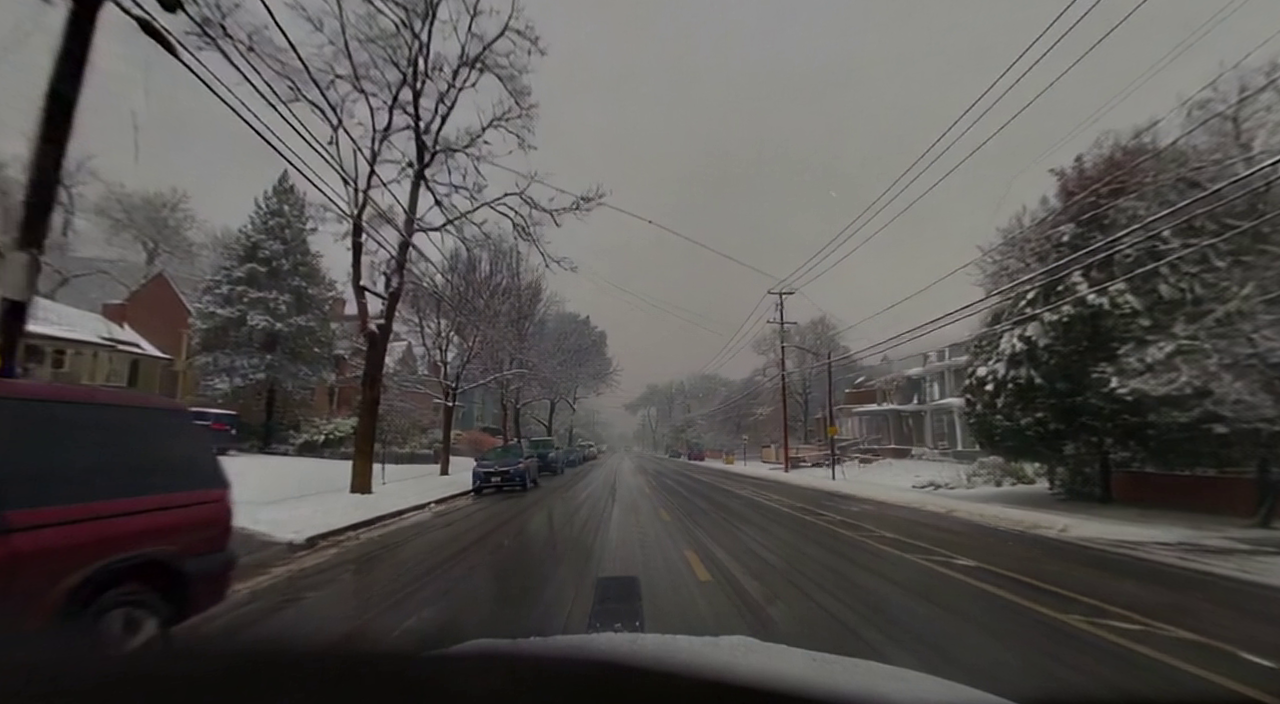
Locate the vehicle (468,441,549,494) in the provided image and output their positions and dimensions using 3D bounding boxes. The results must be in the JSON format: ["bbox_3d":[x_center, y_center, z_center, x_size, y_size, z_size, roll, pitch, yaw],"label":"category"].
[{"bbox_3d":[-4.204,3.743,20.980,1.825,1.542,4.715,0,-8,-2],"label":"vehicle"}]

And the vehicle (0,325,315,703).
[{"bbox_3d":[-3.538,0.789,1.960,2.127,1.901,5.510,0,-8,0],"label":"vehicle"}]
